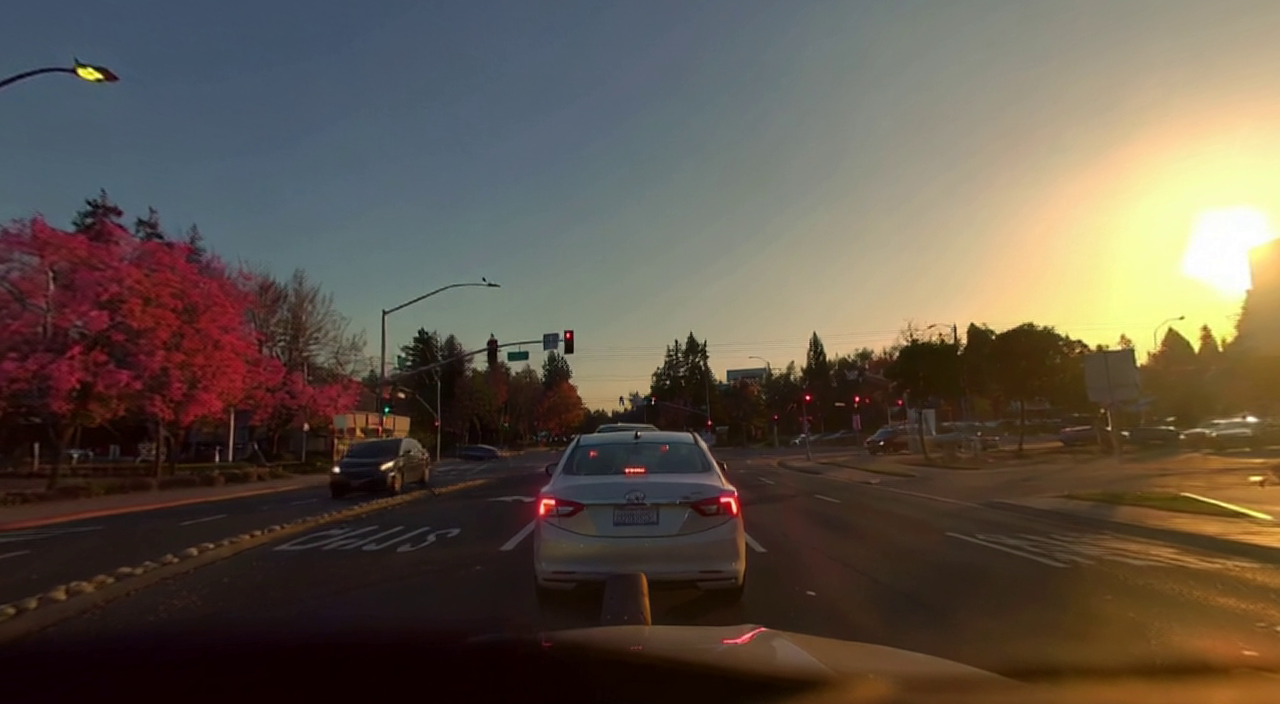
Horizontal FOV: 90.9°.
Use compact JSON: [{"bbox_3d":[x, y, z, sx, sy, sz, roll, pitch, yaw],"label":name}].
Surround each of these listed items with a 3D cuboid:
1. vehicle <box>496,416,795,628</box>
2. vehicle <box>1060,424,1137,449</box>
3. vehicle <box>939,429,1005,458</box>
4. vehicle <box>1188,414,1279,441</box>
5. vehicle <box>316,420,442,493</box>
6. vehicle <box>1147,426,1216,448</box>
[{"bbox_3d":[0.019,1.494,6.558,2.112,1.482,4.057,0,-8,-1],"label":"vehicle"},{"bbox_3d":[34.784,6.438,47.870,4.294,1.557,1.744,-4,-7,1],"label":"vehicle"},{"bbox_3d":[18.382,5.057,34.862,2.053,1.495,4.091,-8,-11,44],"label":"vehicle"},{"bbox_3d":[36.318,4.657,38.474,1.848,1.581,4.475,-1,-8,3],"label":"vehicle"},{"bbox_3d":[-8.372,3.393,20.868,2.378,2.084,5.225,1,-8,-6],"label":"vehicle"},{"bbox_3d":[40.979,6.447,47.745,3.573,1.432,1.604,-3,-7,1],"label":"vehicle"}]
